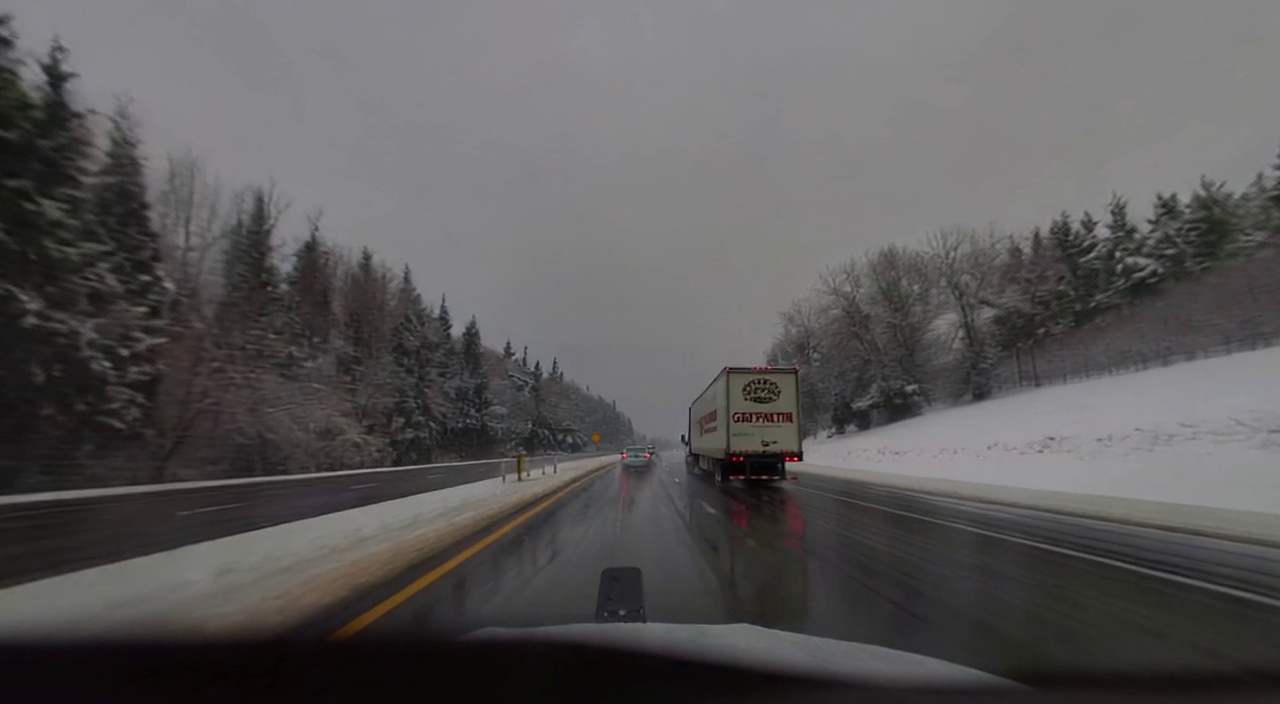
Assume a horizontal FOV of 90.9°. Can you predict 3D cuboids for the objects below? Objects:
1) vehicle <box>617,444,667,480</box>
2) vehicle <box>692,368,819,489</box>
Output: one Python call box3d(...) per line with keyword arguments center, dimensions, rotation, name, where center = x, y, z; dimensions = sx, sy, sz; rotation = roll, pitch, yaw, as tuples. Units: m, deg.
box3d(center=(0.065, 4.914, 28.243), dimensions=(2.074, 1.475, 3.960), rotation=(0, -9, 0), name="vehicle")
box3d(center=(4.476, 3.681, 28.481), dimensions=(2.909, 4.074, 14.457), rotation=(0, -9, 0), name="vehicle")
